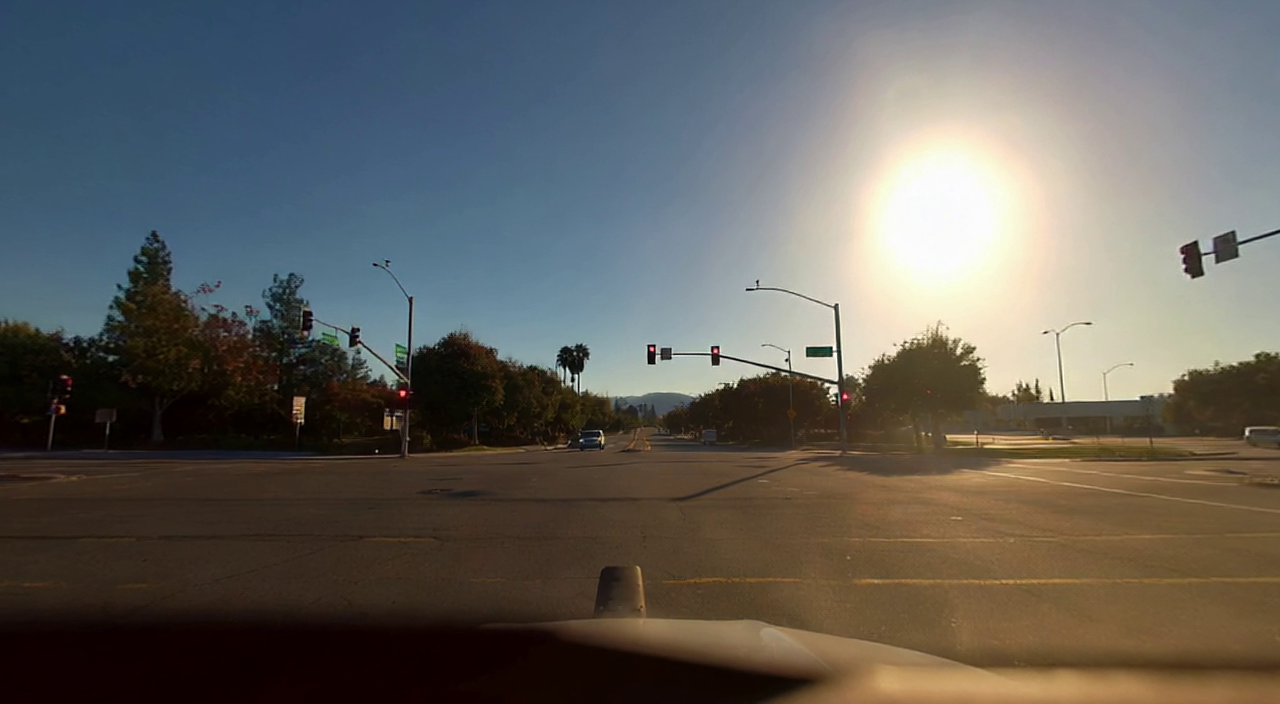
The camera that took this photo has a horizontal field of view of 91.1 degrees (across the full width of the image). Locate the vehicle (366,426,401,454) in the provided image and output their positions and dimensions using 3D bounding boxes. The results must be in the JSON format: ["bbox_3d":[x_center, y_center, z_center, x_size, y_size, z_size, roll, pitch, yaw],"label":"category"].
[{"bbox_3d":[-20.007,6.867,48.887,1.873,2.079,2.879,5,-10,-33],"label":"vehicle"}]
